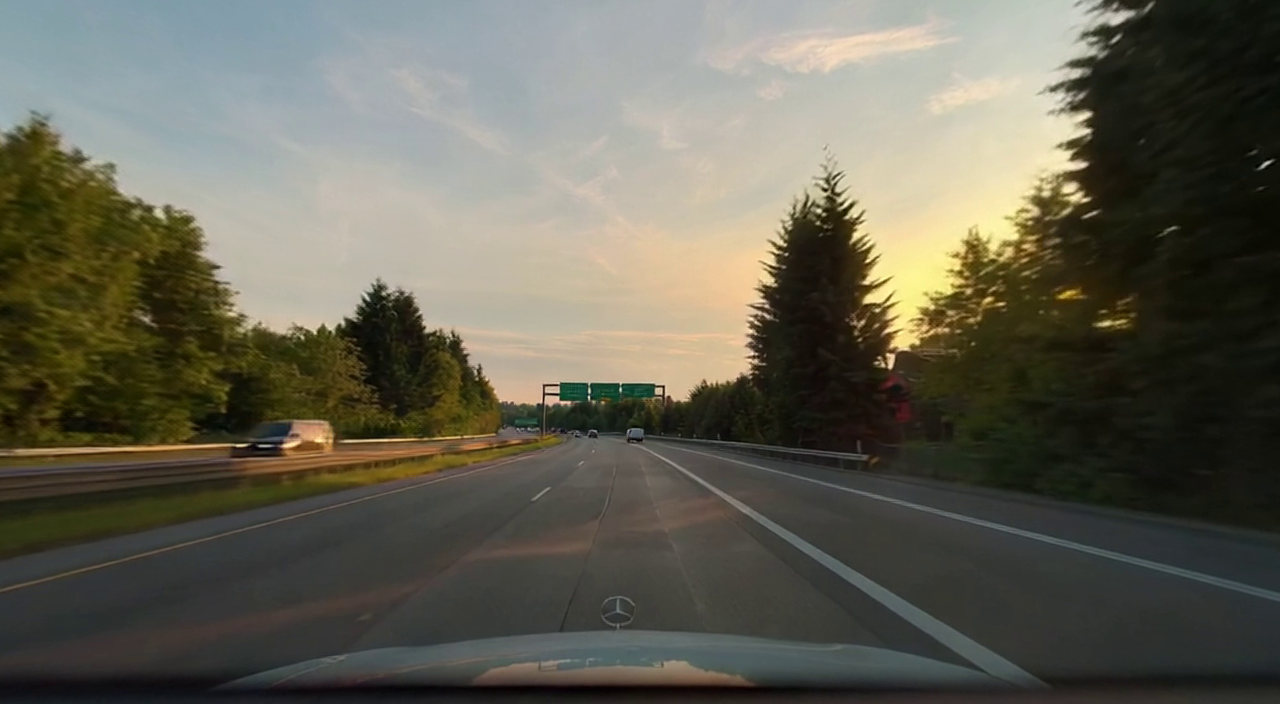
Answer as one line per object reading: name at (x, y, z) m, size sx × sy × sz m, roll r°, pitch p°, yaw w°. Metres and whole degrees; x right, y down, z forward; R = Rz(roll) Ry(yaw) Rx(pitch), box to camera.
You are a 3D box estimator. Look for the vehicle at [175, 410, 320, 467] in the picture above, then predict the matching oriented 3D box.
vehicle at (-13.885, 3.114, 22.812) m, size 2.011 × 1.804 × 5.202 m, roll 0°, pitch -8°, yaw -2°
